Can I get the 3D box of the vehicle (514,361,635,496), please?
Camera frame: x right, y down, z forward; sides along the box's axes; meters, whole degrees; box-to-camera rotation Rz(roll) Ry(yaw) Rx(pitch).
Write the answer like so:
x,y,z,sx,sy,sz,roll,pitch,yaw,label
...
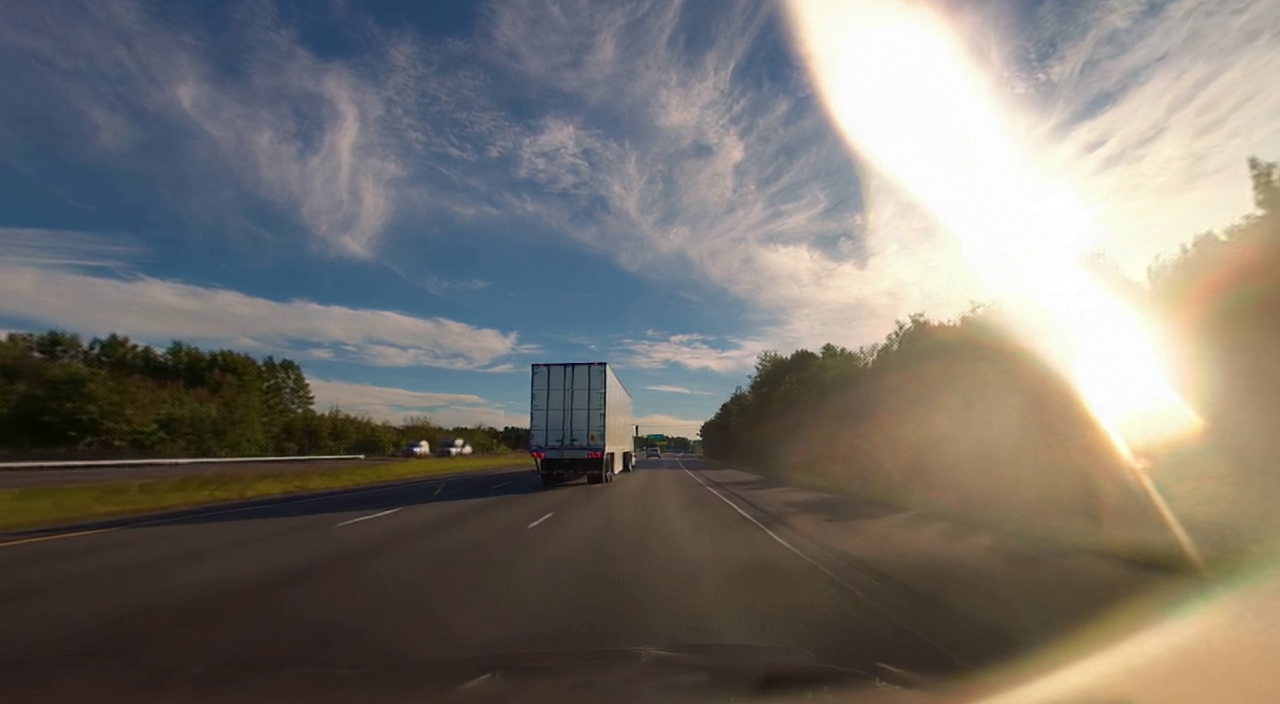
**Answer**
x,y,z,sx,sy,sz,roll,pitch,yaw,label
-2.051,3.433,26.535,2.851,4.098,14.436,0,-9,3,vehicle
